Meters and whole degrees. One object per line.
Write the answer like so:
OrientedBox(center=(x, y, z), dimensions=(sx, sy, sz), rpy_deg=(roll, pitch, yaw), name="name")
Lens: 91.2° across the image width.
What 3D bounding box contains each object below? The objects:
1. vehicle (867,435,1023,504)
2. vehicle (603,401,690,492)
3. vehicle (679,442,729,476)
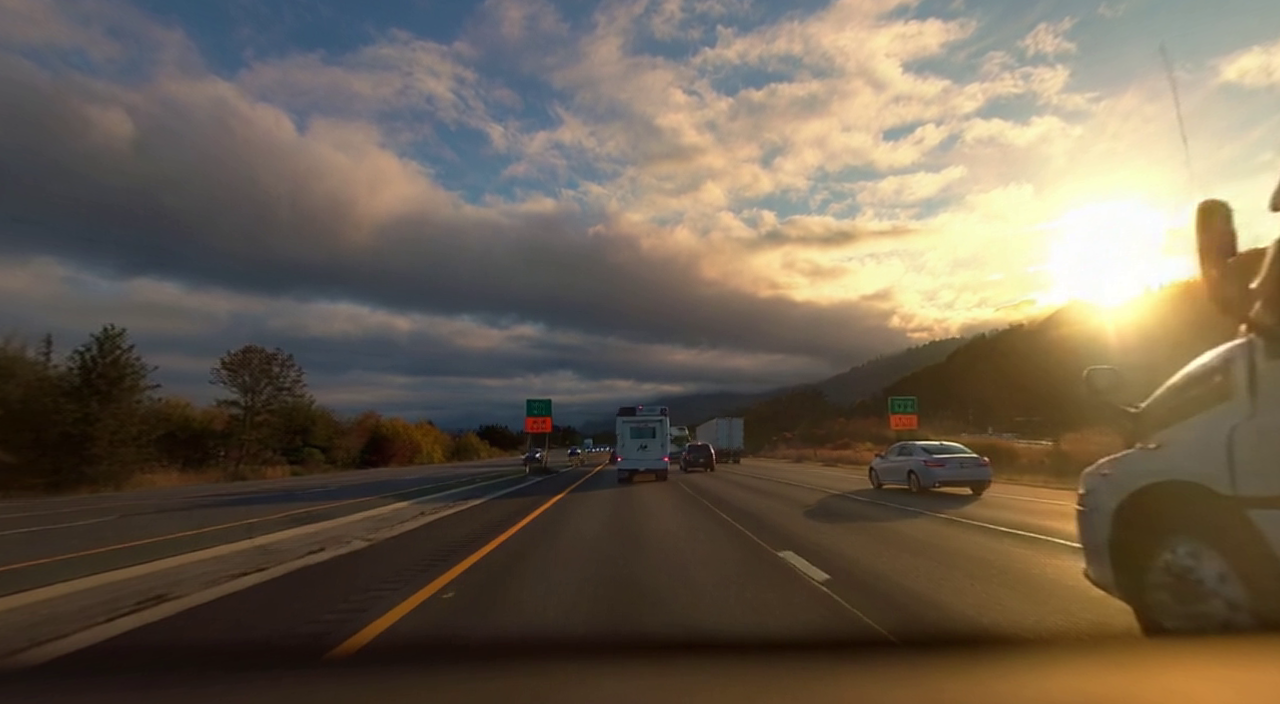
OrientedBox(center=(7.548, 2.937, 16.022), dimensions=(1.988, 1.534, 3.763), rpy_deg=(0, -9, -2), name="vehicle")
OrientedBox(center=(0.424, 3.353, 22.244), dimensions=(2.506, 2.743, 6.093), rpy_deg=(-1, -9, 6), name="vehicle")
OrientedBox(center=(3.257, 5.529, 32.557), dimensions=(2.127, 1.642, 3.899), rpy_deg=(0, -9, -1), name="vehicle")
